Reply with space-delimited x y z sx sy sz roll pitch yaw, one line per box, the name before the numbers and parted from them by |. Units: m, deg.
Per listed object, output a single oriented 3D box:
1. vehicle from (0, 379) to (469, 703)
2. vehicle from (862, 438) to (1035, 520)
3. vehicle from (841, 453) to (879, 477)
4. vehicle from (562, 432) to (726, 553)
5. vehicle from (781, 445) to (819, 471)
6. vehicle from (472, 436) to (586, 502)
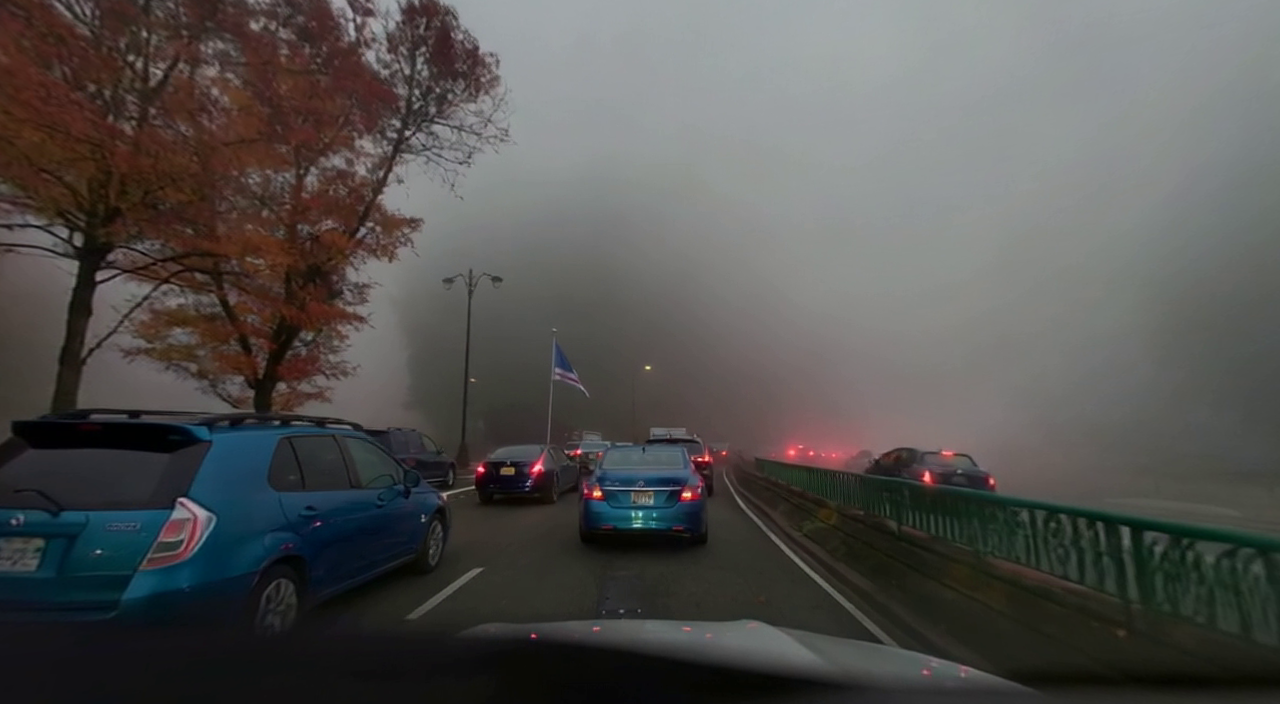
vehicle | -3.108 1.270 5.189 1.988 1.635 4.260 0 -9 3
vehicle | 7.058 2.917 15.069 2.011 1.610 4.568 0 -9 3
vehicle | 14.709 7.529 42.246 1.749 1.481 3.808 -1 -9 10
vehicle | 0.188 2.119 10.246 2.090 1.506 4.276 0 -9 4
vehicle | 10.178 6.754 40.268 1.944 1.544 4.301 -1 -9 9
vehicle | -2.874 3.169 17.459 1.974 1.549 4.603 0 -9 5
